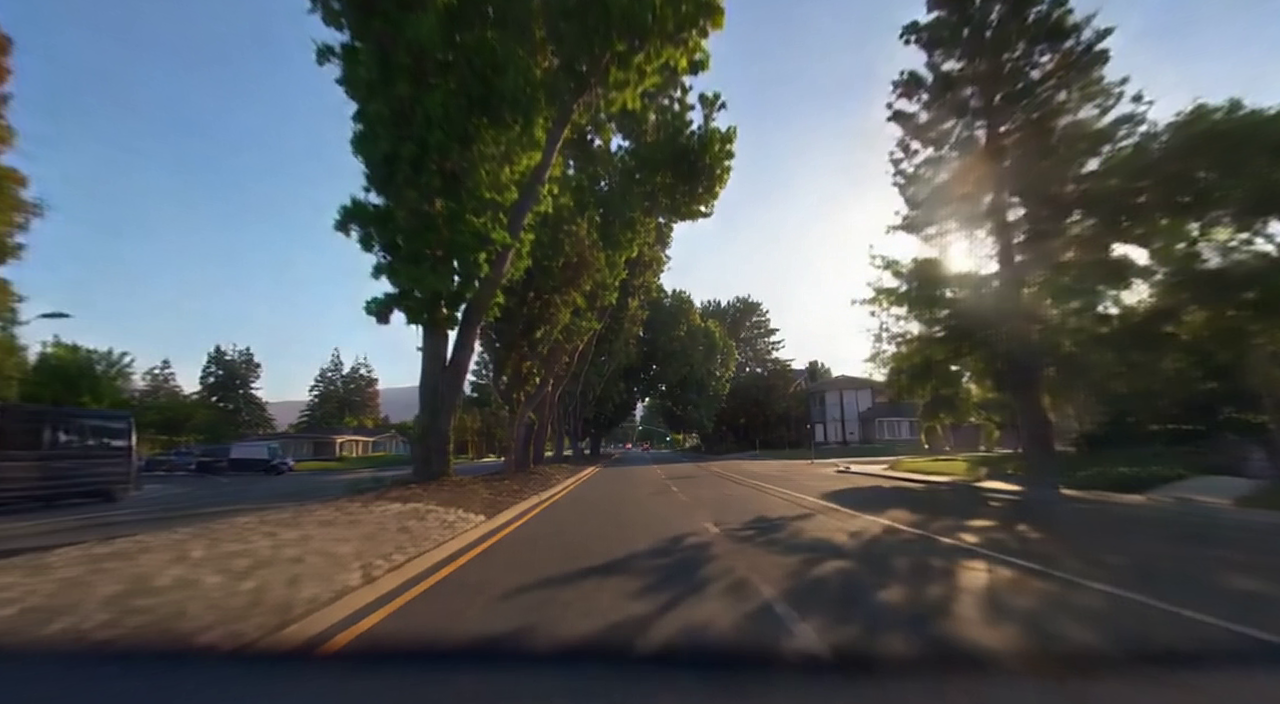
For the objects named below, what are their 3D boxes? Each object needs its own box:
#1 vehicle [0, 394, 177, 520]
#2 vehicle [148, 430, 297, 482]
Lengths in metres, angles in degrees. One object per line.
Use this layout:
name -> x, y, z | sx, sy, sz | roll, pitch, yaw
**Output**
vehicle -> -19.509, 3.221, 19.559 | 2.866, 3.528, 9.798 | 0, -9, 0
vehicle -> -28.915, 7.241, 43.931 | 8.492, 3.055, 3.116 | -4, -9, 6
